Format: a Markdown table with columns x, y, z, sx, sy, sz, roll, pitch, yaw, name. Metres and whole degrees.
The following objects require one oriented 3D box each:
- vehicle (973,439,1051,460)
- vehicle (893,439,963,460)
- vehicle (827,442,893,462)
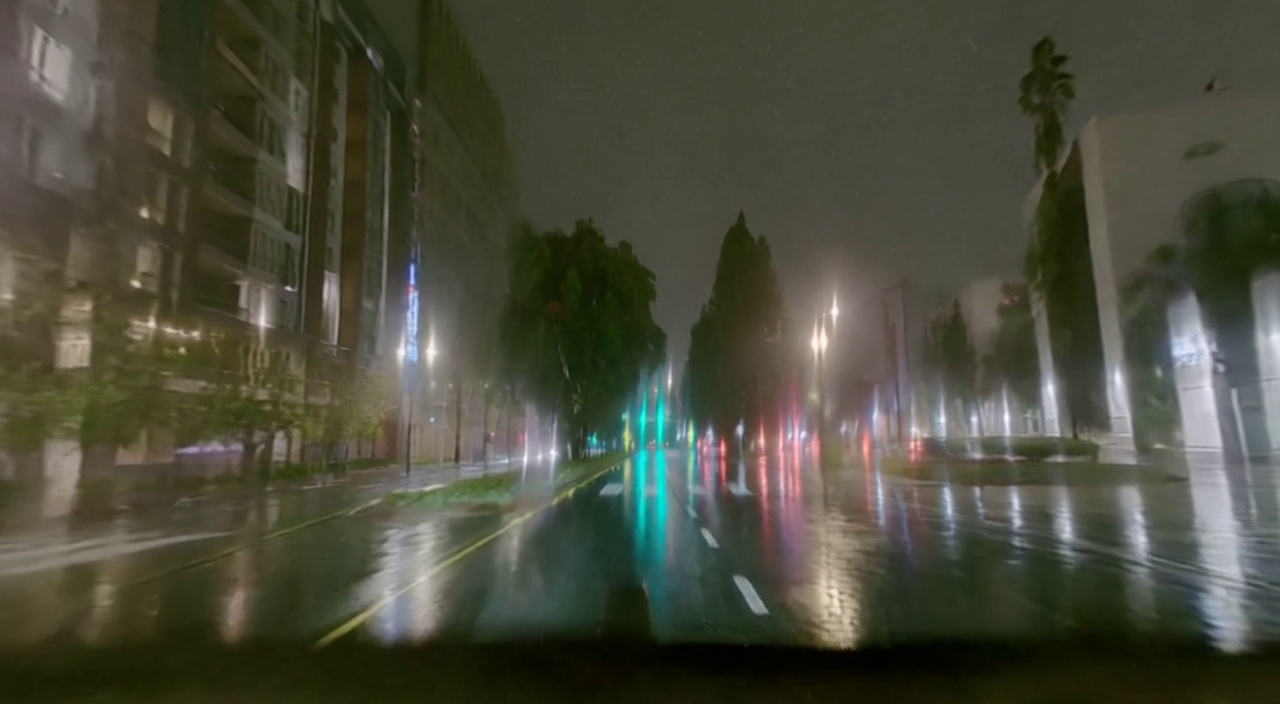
| x | y | z | sx | sy | sz | roll | pitch | yaw | name |
| --- | --- | --- | --- | --- | --- | --- | --- | --- | --- |
| 27.595 | 7.191 | 46.781 | 4.560 | 1.444 | 1.929 | -1 | -8 | -2 | vehicle |
| 21.406 | 7.249 | 46.896 | 4.333 | 1.491 | 1.744 | -1 | -7 | 1 | vehicle |
| 16.449 | 7.494 | 47.234 | 4.276 | 1.397 | 1.786 | 0 | -8 | 0 | vehicle |
